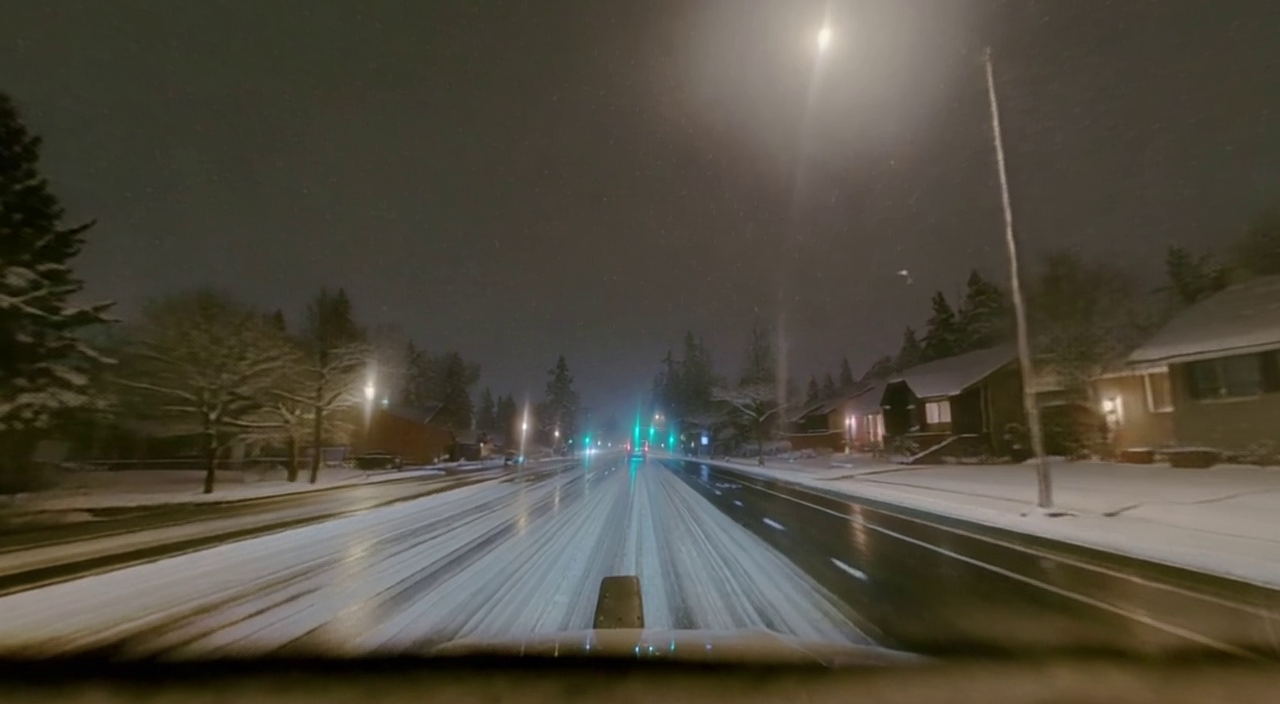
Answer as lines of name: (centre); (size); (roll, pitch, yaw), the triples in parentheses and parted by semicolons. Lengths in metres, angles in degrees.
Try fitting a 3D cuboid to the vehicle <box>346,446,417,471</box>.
vehicle: (-18.944, 7.822, 46.209); (4.170, 1.704, 2.174); (0, -9, 4)
